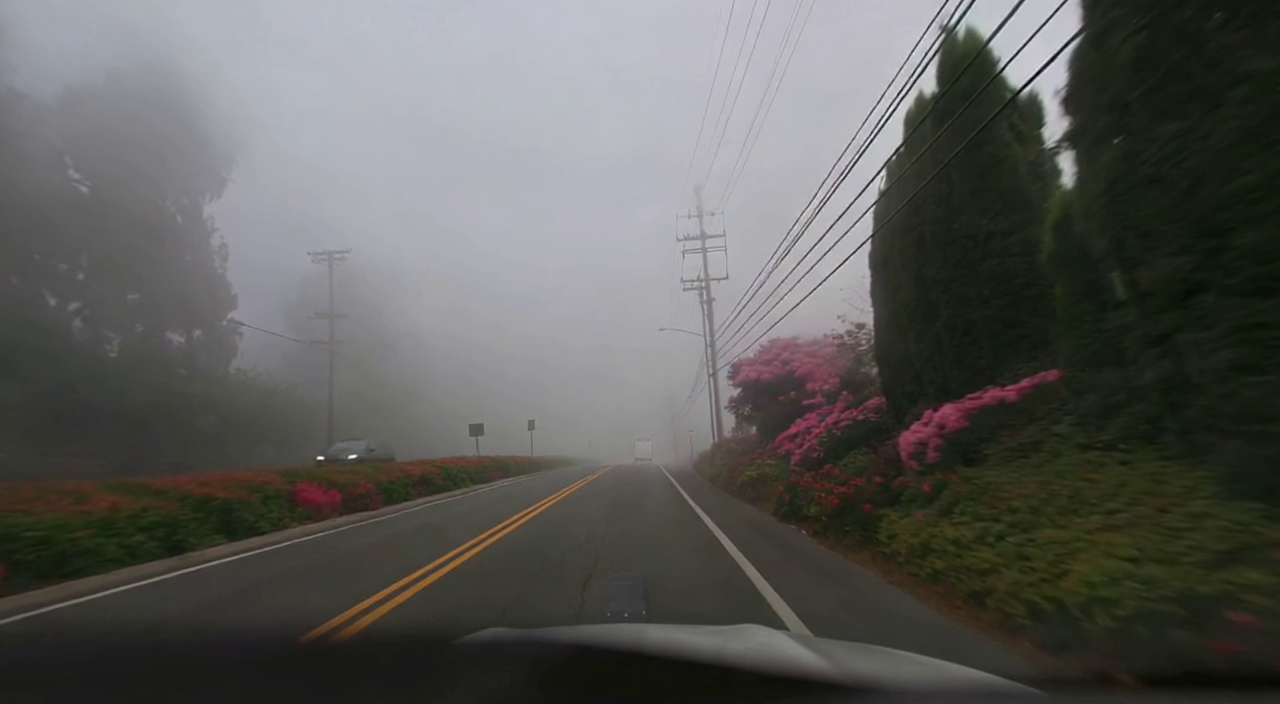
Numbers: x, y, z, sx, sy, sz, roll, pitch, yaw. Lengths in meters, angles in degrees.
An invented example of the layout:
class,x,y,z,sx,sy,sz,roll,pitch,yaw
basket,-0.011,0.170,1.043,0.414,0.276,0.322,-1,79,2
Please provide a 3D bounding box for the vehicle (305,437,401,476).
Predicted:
class,x,y,z,sx,sy,sz,roll,pitch,yaw
vehicle,-15.000,5.502,33.424,2.266,1.851,5.789,0,-8,1
